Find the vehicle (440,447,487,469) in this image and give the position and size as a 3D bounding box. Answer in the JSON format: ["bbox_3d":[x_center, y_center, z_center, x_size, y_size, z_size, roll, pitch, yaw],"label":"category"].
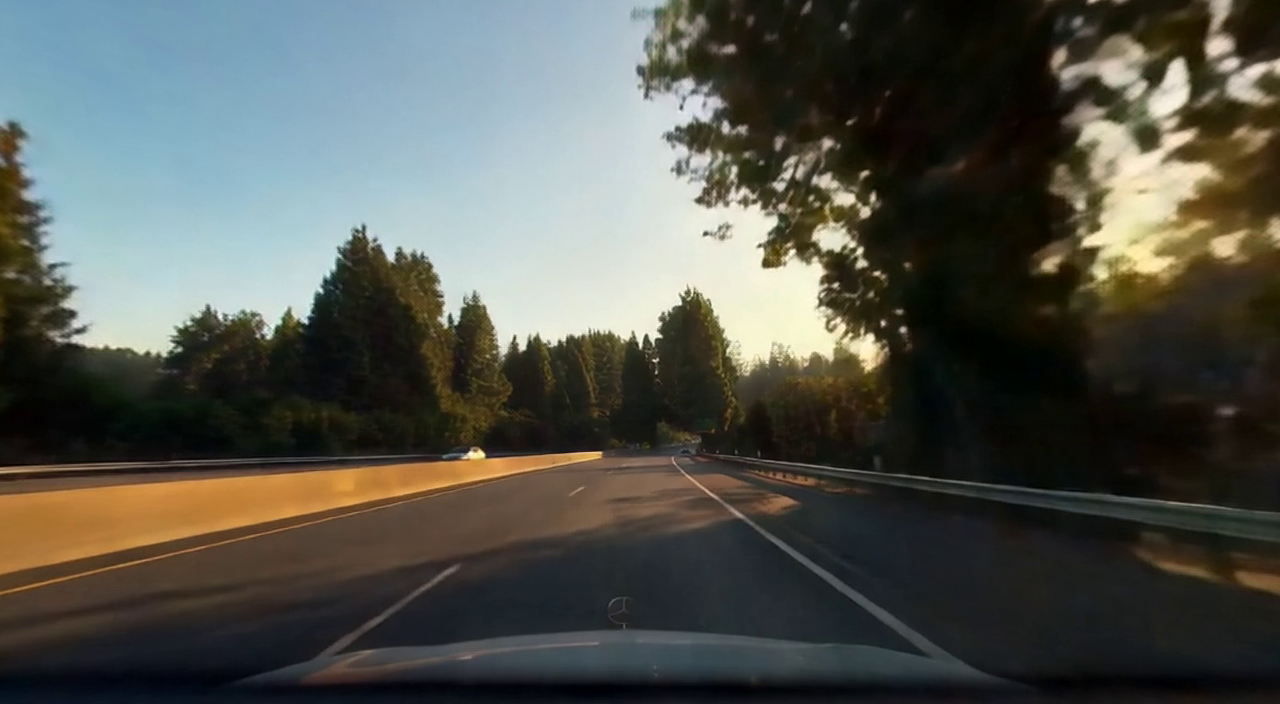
[{"bbox_3d":[-12.752,7.660,45.797,1.928,1.475,4.571,0,-9,2],"label":"vehicle"}]
